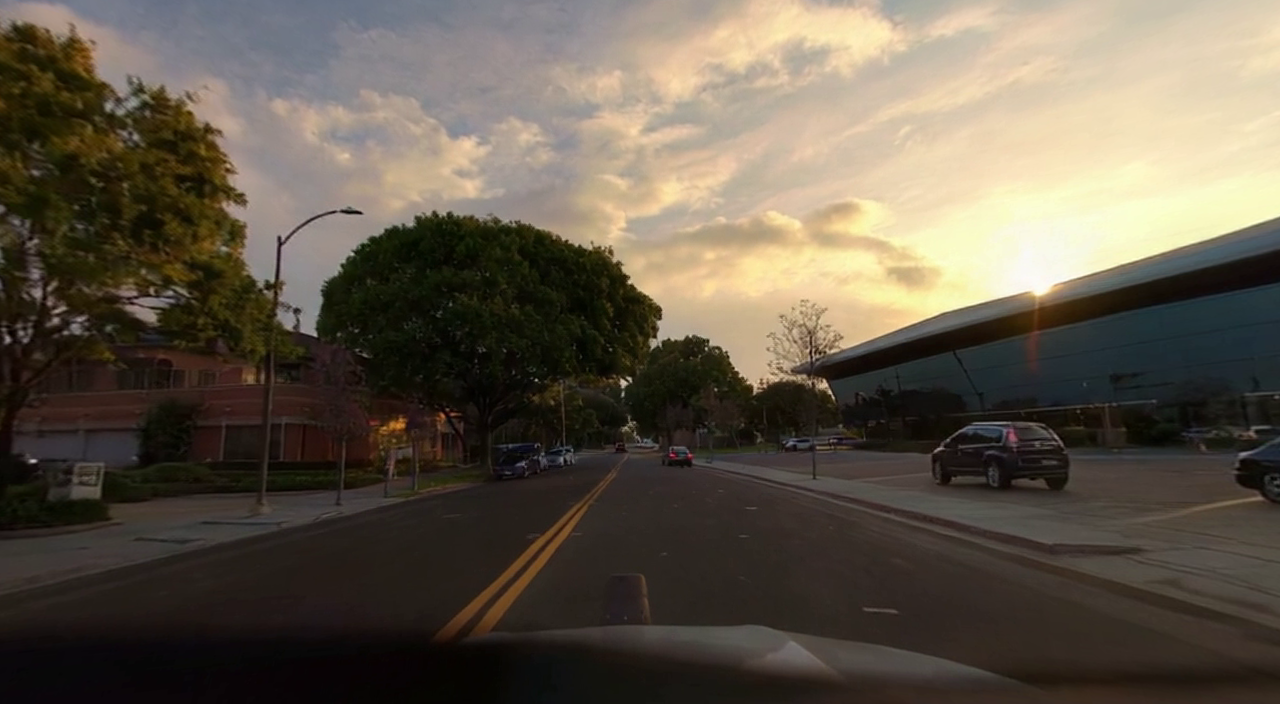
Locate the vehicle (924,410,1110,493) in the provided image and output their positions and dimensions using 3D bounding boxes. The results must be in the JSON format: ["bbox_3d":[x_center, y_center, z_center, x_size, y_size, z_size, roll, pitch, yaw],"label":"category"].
[{"bbox_3d":[9.559,2.637,16.580,2.018,1.840,4.662,0,-10,1],"label":"vehicle"}]

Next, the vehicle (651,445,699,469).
[{"bbox_3d":[2.640,8.094,48.682,2.097,1.740,4.277,3,-9,-20],"label":"vehicle"}]
